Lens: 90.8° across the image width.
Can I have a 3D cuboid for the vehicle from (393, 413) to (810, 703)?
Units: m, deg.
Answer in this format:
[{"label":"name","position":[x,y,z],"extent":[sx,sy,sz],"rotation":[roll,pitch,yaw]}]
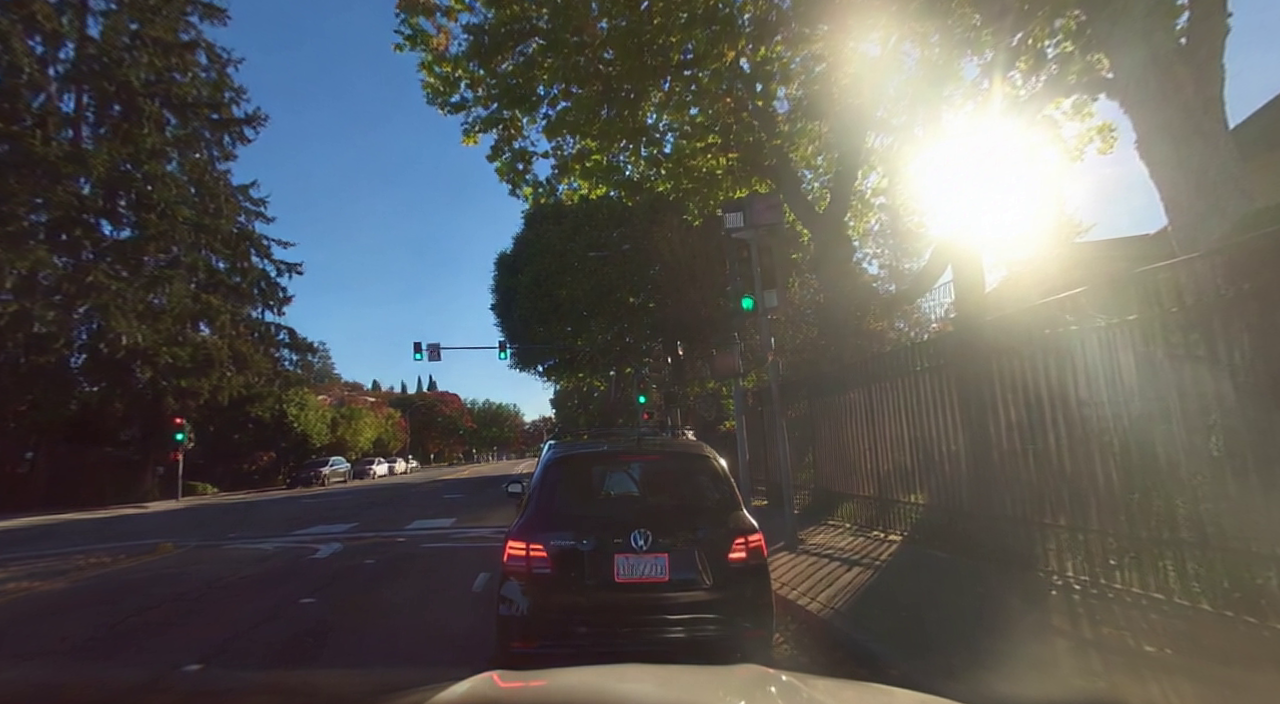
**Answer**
[{"label":"vehicle","position":[-0.373,1.334,4.974],"extent":[2.024,1.502,3.702],"rotation":[1,-9,-7]}]
